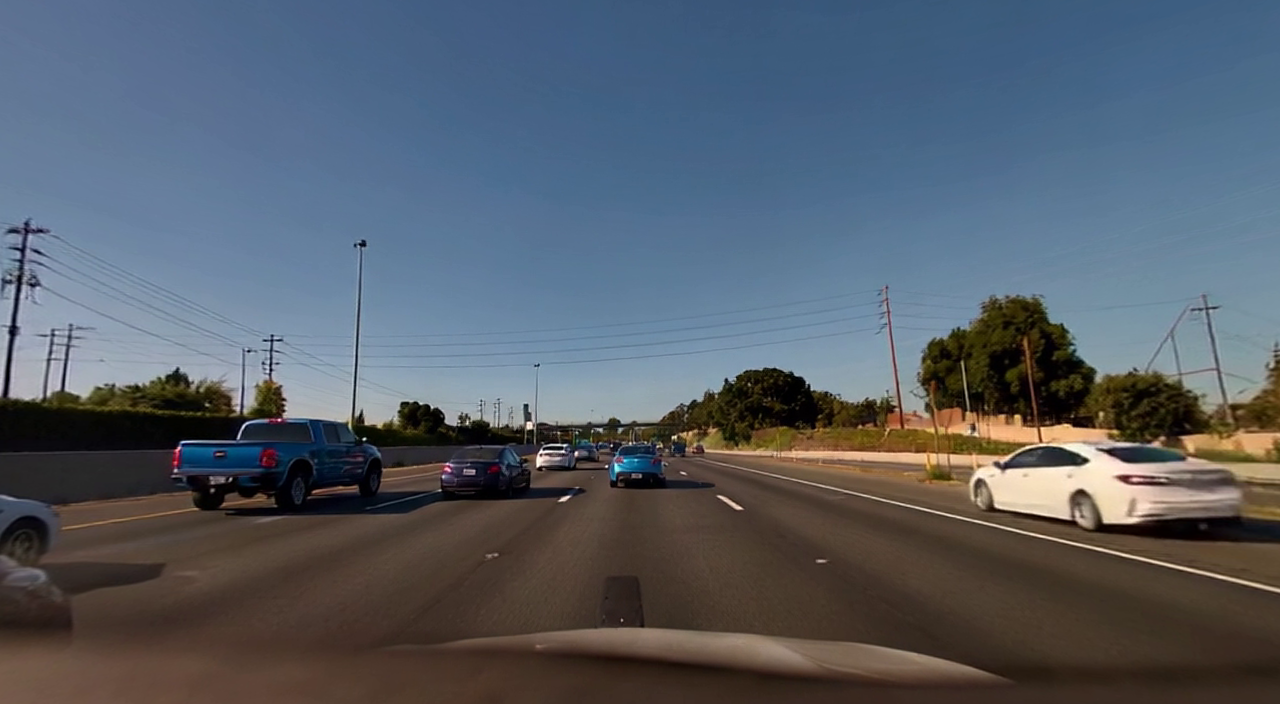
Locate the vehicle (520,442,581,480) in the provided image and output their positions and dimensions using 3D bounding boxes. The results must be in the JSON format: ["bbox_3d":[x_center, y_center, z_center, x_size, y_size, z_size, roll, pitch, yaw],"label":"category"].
[{"bbox_3d":[-3.639,4.489,26.412,1.904,1.448,4.060,0,-8,0],"label":"vehicle"}]

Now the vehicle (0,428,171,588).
[{"bbox_3d":[-6.866,1.397,5.521,1.900,1.461,4.706,0,-8,0],"label":"vehicle"}]

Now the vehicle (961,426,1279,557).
[{"bbox_3d":[7.262,1.962,9.713,2.147,1.492,4.614,0,-8,-1],"label":"vehicle"}]

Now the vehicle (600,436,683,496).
[{"bbox_3d":[-0.001,3.226,18.379,2.102,1.499,4.439,0,-8,-1],"label":"vehicle"}]

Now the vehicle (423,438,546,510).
[{"bbox_3d":[-3.493,2.805,15.045,1.899,1.437,4.131,0,-8,-1],"label":"vehicle"}]

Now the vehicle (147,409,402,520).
[{"bbox_3d":[-7.469,2.376,13.910,2.194,1.922,5.637,0,-8,0],"label":"vehicle"}]
